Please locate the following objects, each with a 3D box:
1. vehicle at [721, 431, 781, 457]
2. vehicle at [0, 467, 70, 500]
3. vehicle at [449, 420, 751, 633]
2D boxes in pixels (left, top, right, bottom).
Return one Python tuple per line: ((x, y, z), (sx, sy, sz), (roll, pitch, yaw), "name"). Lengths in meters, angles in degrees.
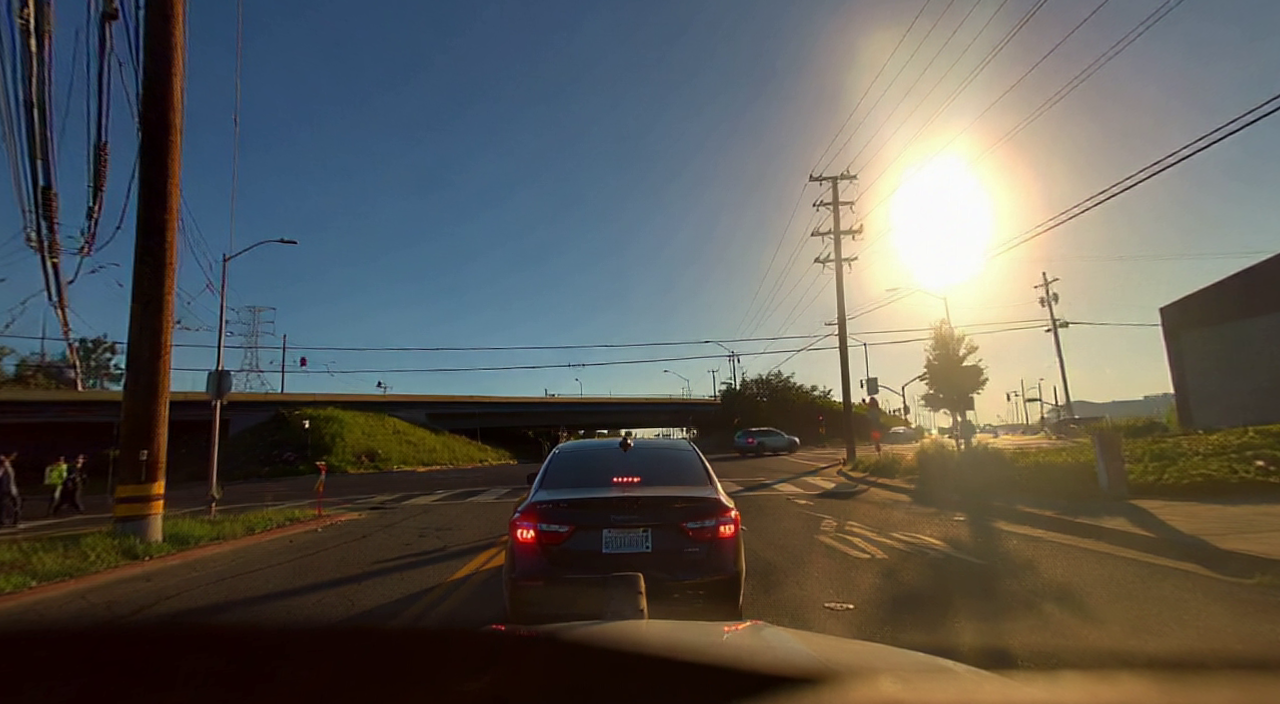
((7.669, 6.326, 43.278), (1.901, 1.637, 4.435), (-8, -12, 43), "vehicle")
((-32.263, 6.677, 31.988), (1.808, 1.539, 4.600), (-8, -11, 40), "vehicle")
((-0.239, 1.524, 6.460), (2.090, 1.458, 4.033), (-1, -9, 1), "vehicle")
